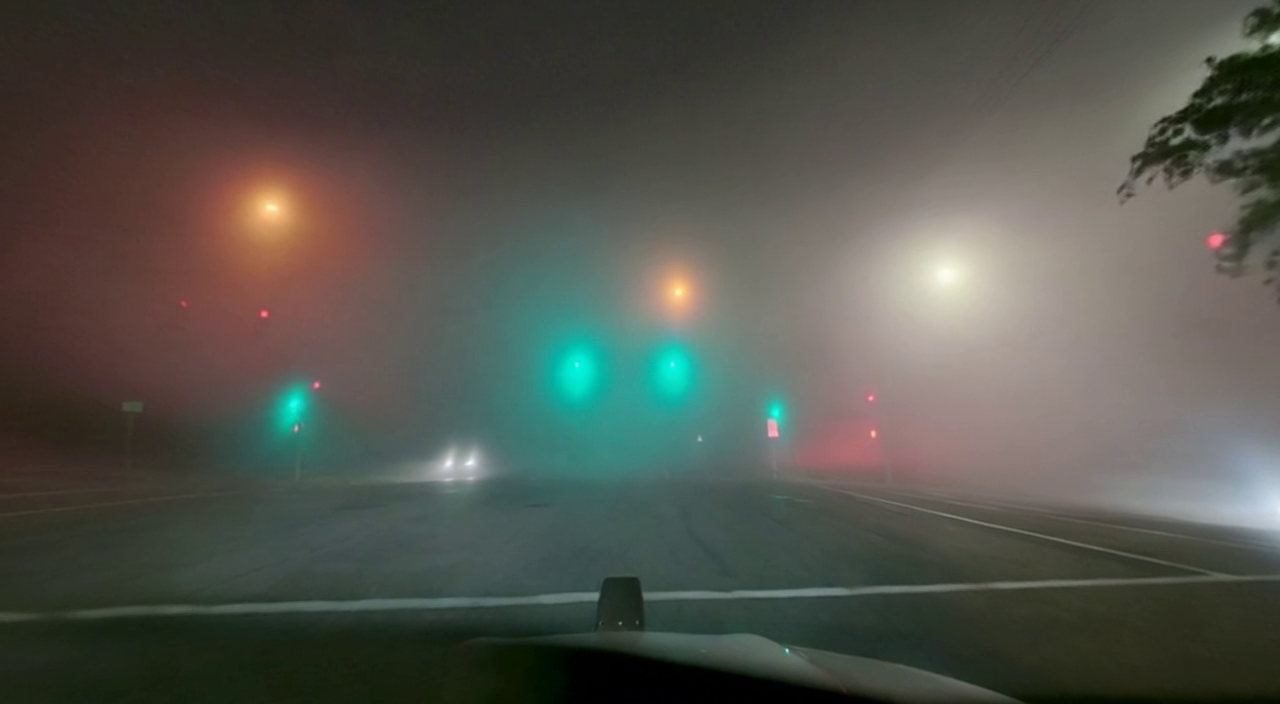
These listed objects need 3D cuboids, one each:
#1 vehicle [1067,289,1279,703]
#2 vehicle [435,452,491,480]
[{"bbox_3d":[3.295,0.498,0.658,2.256,1.856,4.840,0,-9,0],"label":"vehicle"},{"bbox_3d":[-10.366,6.687,37.250,1.983,1.482,4.190,-1,-9,2],"label":"vehicle"}]
